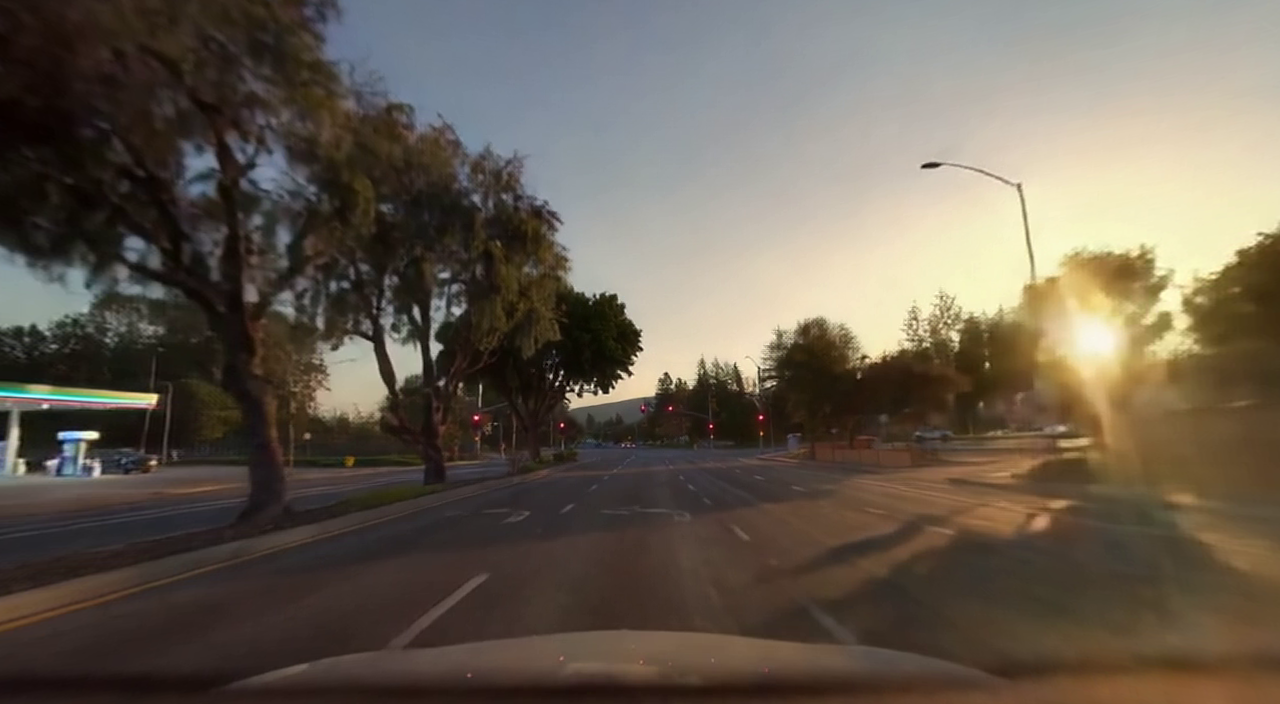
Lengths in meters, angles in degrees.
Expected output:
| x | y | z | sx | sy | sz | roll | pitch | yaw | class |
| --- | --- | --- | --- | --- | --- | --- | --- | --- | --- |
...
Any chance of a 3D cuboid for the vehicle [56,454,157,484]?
| x | y | z | sx | sy | sz | roll | pitch | yaw | class |
| --- | --- | --- | --- | --- | --- | --- | --- | --- | --- |
| -34.219 | 7.452 | 40.487 | 1.992 | 1.721 | 4.570 | -7 | -11 | 39 | vehicle |
